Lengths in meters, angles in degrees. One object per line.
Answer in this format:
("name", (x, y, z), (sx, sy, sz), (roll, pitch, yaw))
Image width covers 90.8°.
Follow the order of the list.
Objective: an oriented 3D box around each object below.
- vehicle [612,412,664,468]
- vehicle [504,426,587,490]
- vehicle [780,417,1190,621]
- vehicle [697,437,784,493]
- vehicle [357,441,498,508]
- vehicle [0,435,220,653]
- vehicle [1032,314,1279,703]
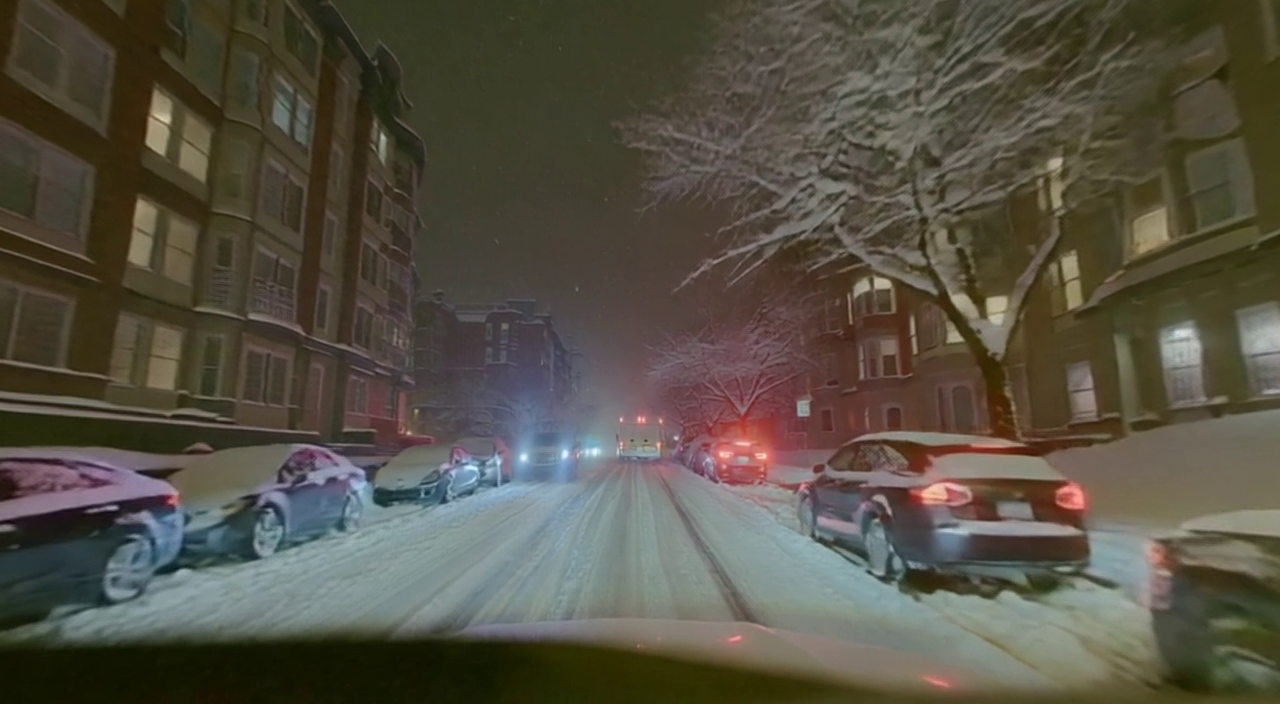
("vehicle", (-0.231, 5.296, 38.067), (2.754, 3.008, 7.730), (0, -8, -2))
("vehicle", (-2.940, 3.386, 20.530), (2.029, 1.802, 4.229), (-1, -8, 0))
("vehicle", (3.314, 1.714, 7.509), (2.155, 1.553, 4.738), (2, -9, -1))
("vehicle", (3.329, 3.809, 21.757), (2.035, 1.549, 4.373), (5, -8, -2))
("vehicle", (-5.296, 3.089, 16.554), (2.047, 1.471, 4.647), (0, -8, 0))
("vehicle", (-5.363, 1.332, 4.403), (1.921, 1.482, 4.280), (0, -8, 0))
("vehicle", (3.348, 0.644, 1.105), (2.188, 1.810, 4.709), (1, -8, -2))
